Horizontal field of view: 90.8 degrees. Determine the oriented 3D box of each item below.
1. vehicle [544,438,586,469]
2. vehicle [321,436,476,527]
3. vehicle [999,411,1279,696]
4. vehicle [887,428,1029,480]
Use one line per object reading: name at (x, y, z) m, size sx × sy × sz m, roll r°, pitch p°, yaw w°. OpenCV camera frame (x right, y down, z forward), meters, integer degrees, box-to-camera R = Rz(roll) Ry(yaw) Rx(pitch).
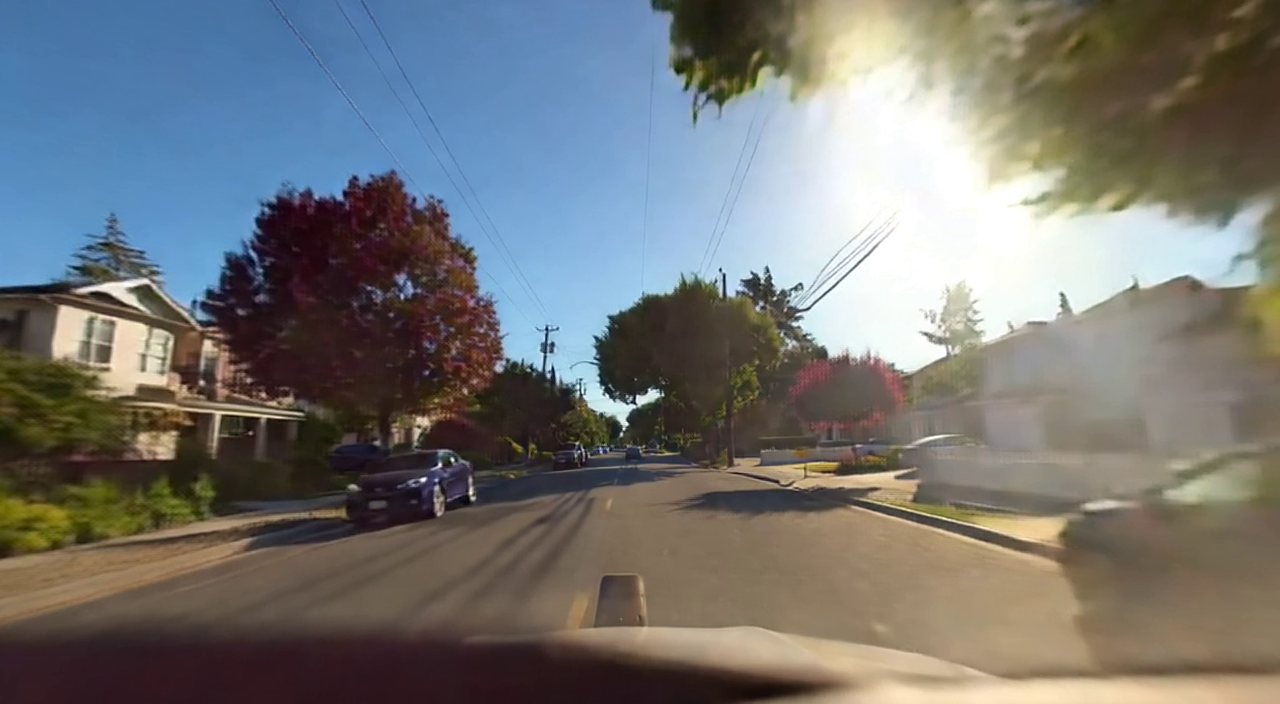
vehicle at (-5.620, 7.684, 48.101) m, size 2.411 × 1.979 × 5.915 m, roll -4°, pitch -8°, yaw -1°
vehicle at (-5.415, 2.880, 14.831) m, size 1.970 × 1.666 × 4.223 m, roll -3°, pitch -7°, yaw 0°
vehicle at (4.588, 1.174, 3.872) m, size 2.170 × 1.549 × 4.178 m, roll 1°, pitch -8°, yaw -3°
vehicle at (11.876, 3.827, 23.883) m, size 4.226 × 1.679 × 1.983 m, roll -4°, pitch -7°, yaw 8°
